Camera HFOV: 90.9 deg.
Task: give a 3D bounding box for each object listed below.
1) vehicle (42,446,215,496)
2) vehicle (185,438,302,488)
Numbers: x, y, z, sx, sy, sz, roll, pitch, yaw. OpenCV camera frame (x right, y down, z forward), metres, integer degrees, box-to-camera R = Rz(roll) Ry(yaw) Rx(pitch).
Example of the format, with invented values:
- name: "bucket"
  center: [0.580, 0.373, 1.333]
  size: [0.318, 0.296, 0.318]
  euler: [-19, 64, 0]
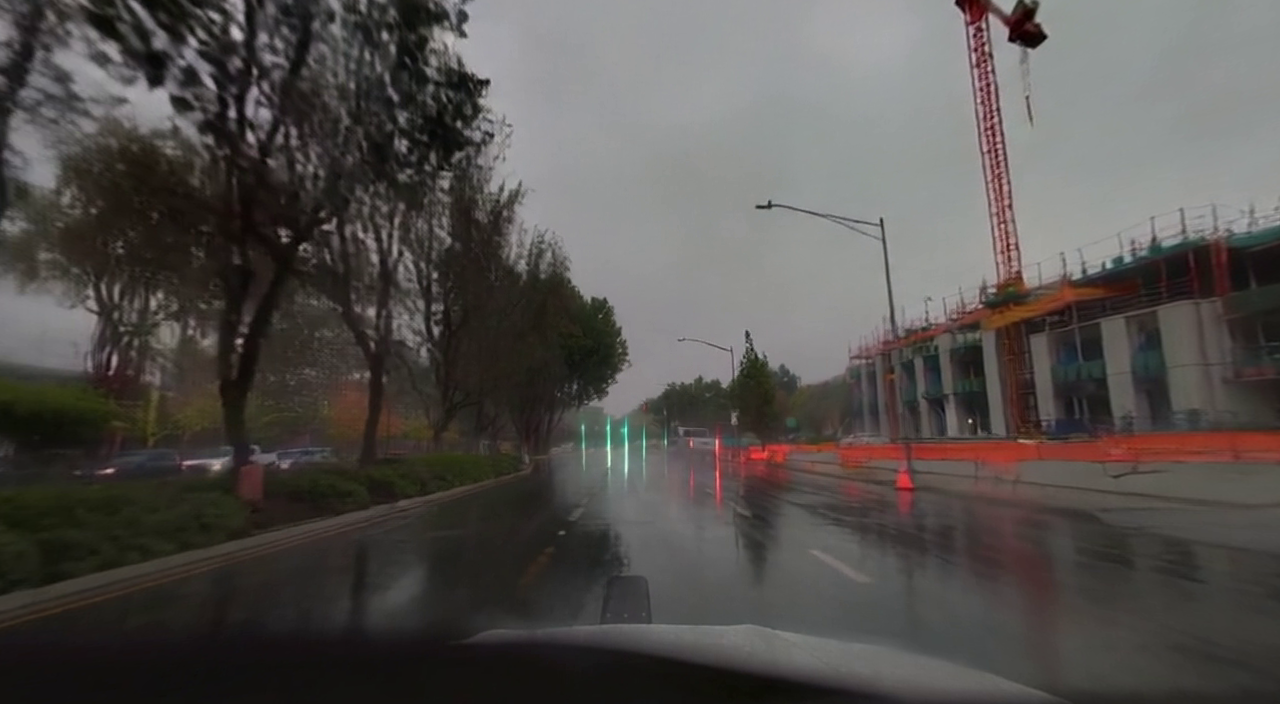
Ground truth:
- name: "vehicle"
  center: [-21.825, 5.044, 27.361]
  size: [2.328, 1.918, 5.628]
  euler: [-1, -9, 7]
- name: "vehicle"
  center: [-18.111, 5.045, 29.166]
  size: [2.286, 2.069, 5.077]
  euler: [0, -8, -3]
